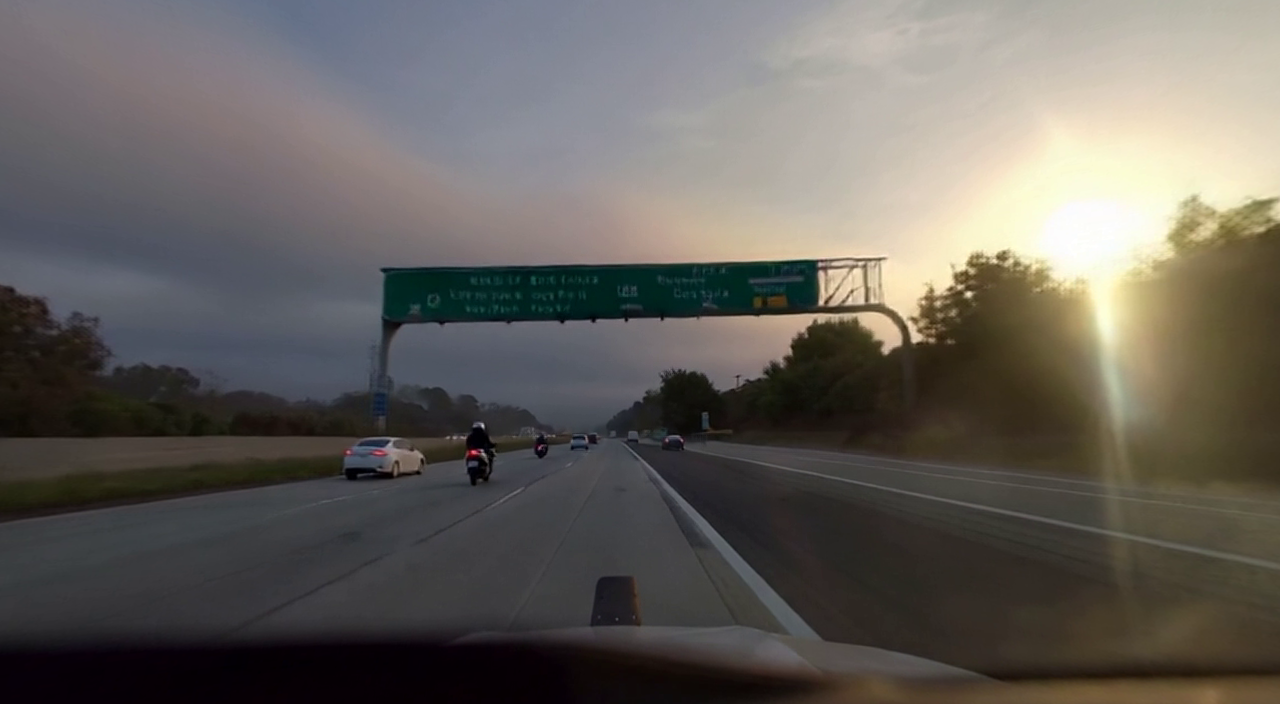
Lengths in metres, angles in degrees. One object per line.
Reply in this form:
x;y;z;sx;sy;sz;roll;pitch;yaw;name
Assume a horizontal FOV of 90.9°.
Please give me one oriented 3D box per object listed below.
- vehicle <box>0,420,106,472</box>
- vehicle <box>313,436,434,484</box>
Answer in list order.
-21.093;3.214;21.666;1.831;1.610;4.067;0;-8;-1;vehicle
-8.621;3.507;20.915;2.053;1.409;4.704;0;-8;-1;vehicle
